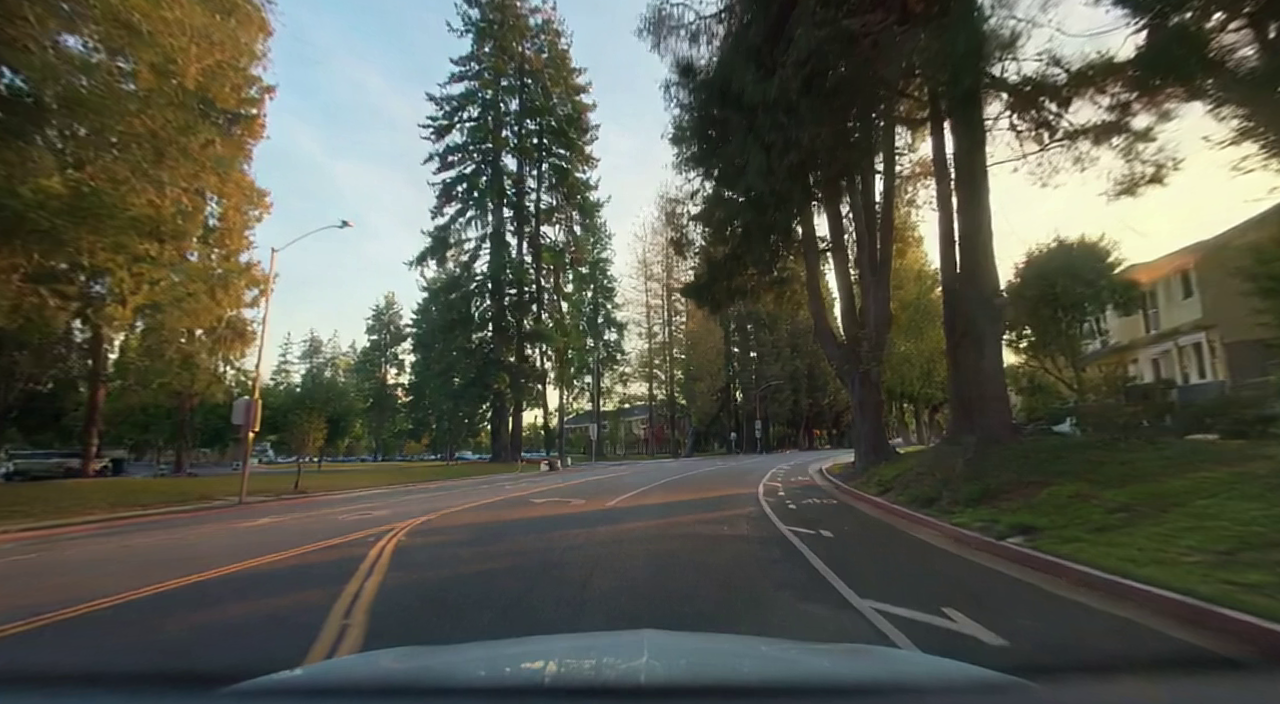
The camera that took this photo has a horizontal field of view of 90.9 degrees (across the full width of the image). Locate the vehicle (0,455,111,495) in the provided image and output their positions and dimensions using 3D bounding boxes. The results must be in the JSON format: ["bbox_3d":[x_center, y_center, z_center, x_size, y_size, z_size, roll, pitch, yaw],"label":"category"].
[{"bbox_3d":[-38.414,8.028,41.228,6.662,2.398,2.719,-5,-11,22],"label":"vehicle"}]
